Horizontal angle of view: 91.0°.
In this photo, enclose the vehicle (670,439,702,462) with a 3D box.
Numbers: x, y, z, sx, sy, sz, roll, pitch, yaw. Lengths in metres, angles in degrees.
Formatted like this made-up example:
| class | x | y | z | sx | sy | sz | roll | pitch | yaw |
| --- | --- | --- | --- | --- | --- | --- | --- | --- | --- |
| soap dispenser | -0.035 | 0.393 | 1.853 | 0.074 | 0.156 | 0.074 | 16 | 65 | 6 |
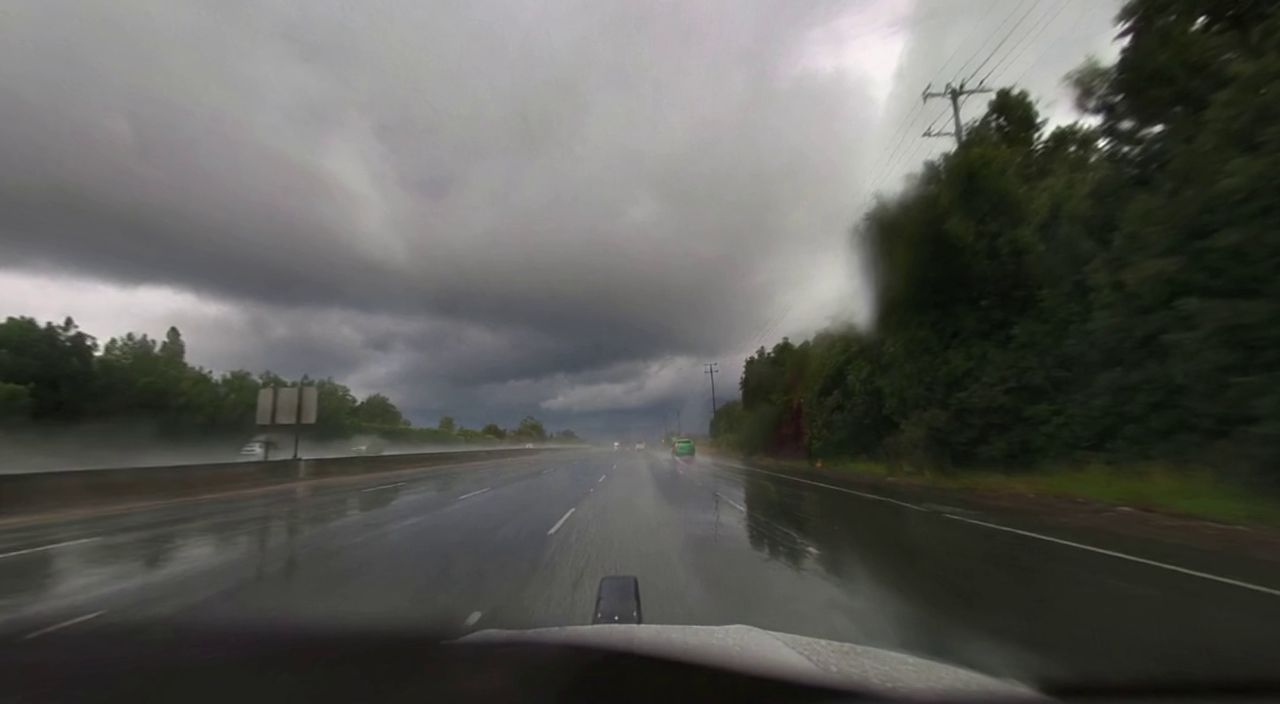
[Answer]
| class | x | y | z | sx | sy | sz | roll | pitch | yaw |
| --- | --- | --- | --- | --- | --- | --- | --- | --- | --- |
| vehicle | 3.325 | 7.204 | 46.281 | 1.977 | 1.581 | 4.428 | -1 | -8 | 0 |
